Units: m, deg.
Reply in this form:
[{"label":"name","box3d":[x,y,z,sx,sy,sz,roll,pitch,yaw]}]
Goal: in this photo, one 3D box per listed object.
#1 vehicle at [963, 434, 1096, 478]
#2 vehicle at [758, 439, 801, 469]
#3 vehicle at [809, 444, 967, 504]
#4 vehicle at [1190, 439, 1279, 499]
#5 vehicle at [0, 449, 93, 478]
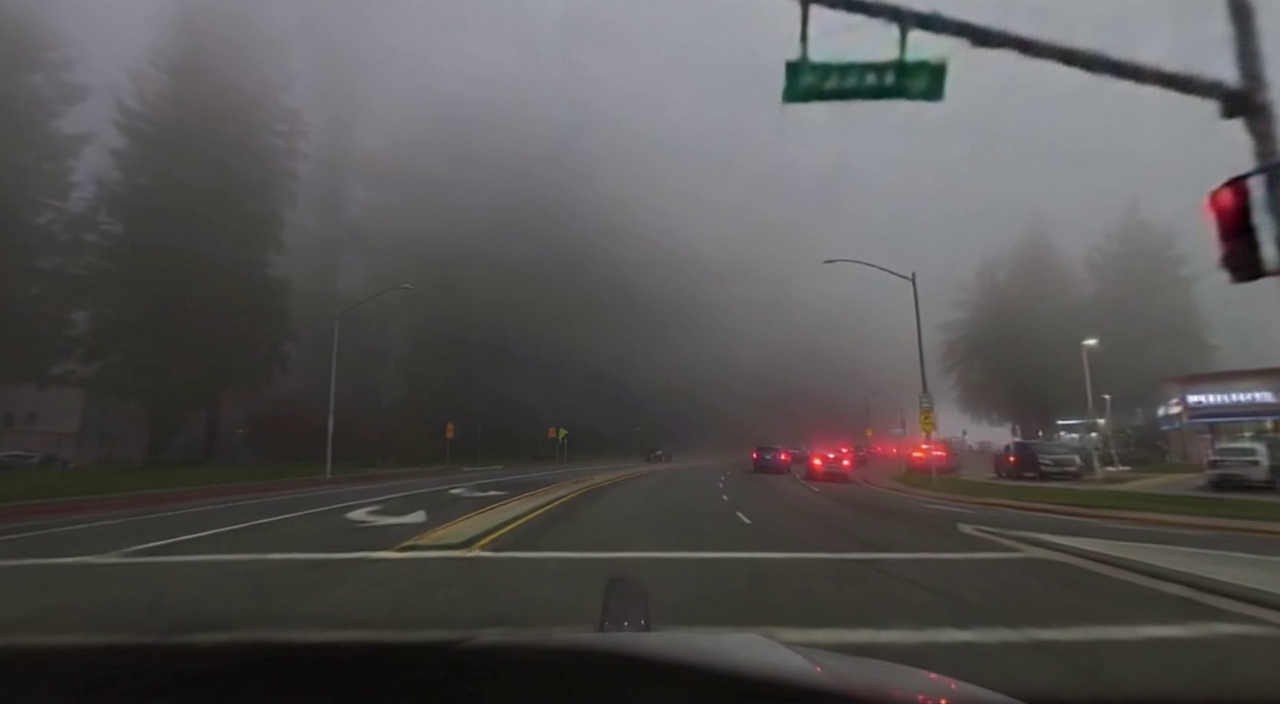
[{"label":"vehicle","box3d":[17.467,4.670,28.561,4.557,1.825,2.350,-2,-9,14]},{"label":"vehicle","box3d":[8.628,6.220,38.696,2.311,1.715,4.287,-2,-9,16]},{"label":"vehicle","box3d":[6.862,3.380,18.067,1.938,1.466,4.434,2,-9,-14]},{"label":"vehicle","box3d":[18.498,3.403,18.658,4.135,1.580,1.908,5,-10,-29]},{"label":"vehicle","box3d":[-37.835,7.021,40.035,2.143,1.624,4.728,2,-8,-5]}]
